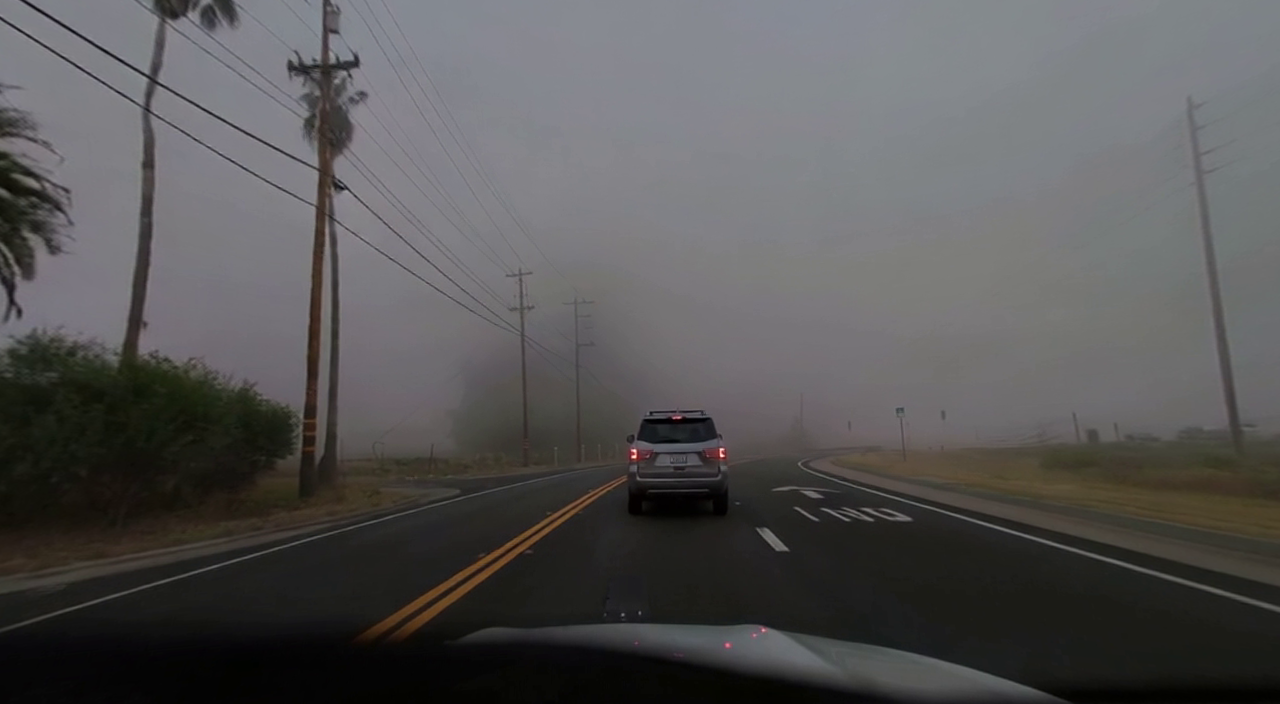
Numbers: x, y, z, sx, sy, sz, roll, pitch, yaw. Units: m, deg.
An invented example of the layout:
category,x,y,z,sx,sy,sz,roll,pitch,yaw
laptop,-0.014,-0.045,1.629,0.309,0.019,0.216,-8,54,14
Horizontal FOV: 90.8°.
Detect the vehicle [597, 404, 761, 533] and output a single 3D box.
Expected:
category,x,y,z,sx,sy,sz,roll,pitch,yaw
vehicle,0.605,2.027,11.499,2.364,1.859,4.538,0,-9,1
